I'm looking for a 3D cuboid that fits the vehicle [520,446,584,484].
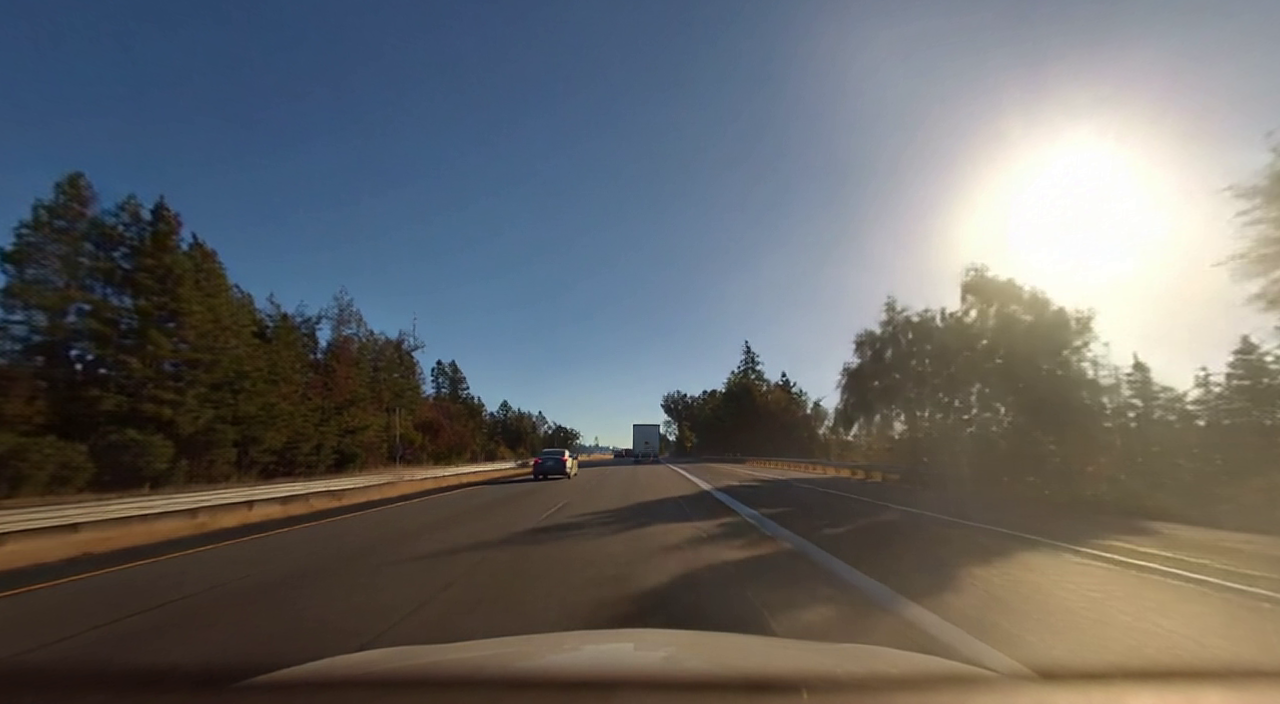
[{"bbox_3d":[-3.872,5.073,28.716,1.999,1.533,4.870,-1,-9,3],"label":"vehicle"}]
